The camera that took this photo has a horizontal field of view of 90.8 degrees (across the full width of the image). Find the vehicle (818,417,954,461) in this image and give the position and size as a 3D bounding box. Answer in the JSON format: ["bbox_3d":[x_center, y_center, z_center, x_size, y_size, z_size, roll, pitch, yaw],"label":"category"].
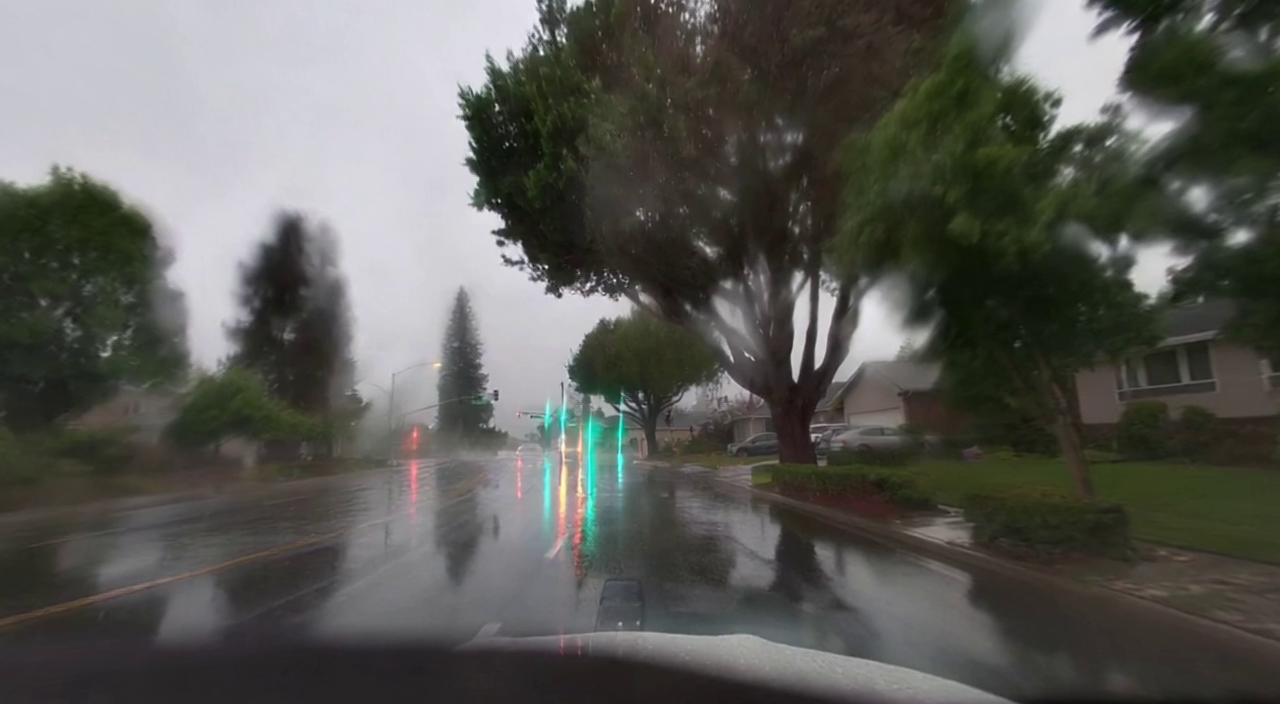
[{"bbox_3d":[9.724,3.482,25.234,4.590,1.648,1.876,0,-9,-3],"label":"vehicle"}]

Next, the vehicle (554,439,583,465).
[{"bbox_3d":[-5.503,7.566,47.897,2.041,1.834,4.679,1,-9,-8],"label":"vehicle"}]
